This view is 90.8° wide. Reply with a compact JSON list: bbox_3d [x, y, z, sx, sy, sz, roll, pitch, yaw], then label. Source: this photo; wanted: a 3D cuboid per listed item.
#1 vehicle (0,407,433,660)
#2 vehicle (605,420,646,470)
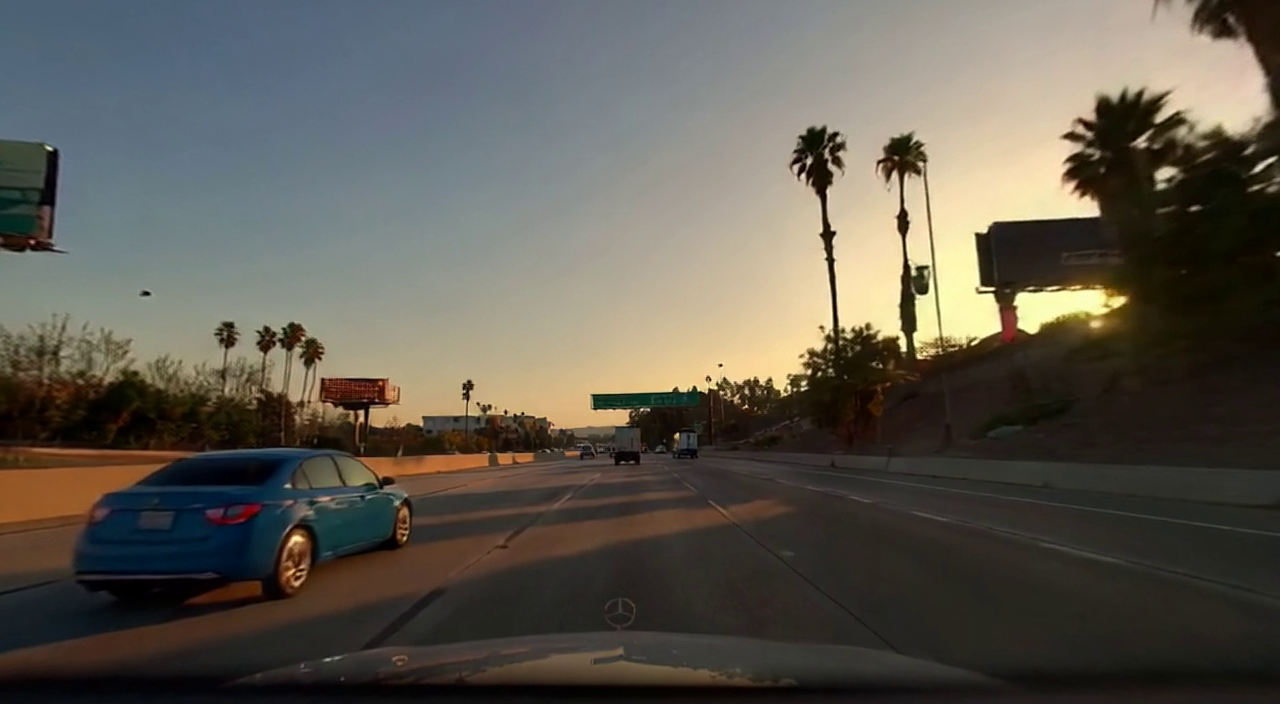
[{"bbox_3d":[-3.983,1.525,6.544,2.021,1.598,4.887,0,-9,0],"label":"vehicle"},{"bbox_3d":[-0.966,5.958,40.473,2.364,2.953,6.495,0,-9,-2],"label":"vehicle"}]
